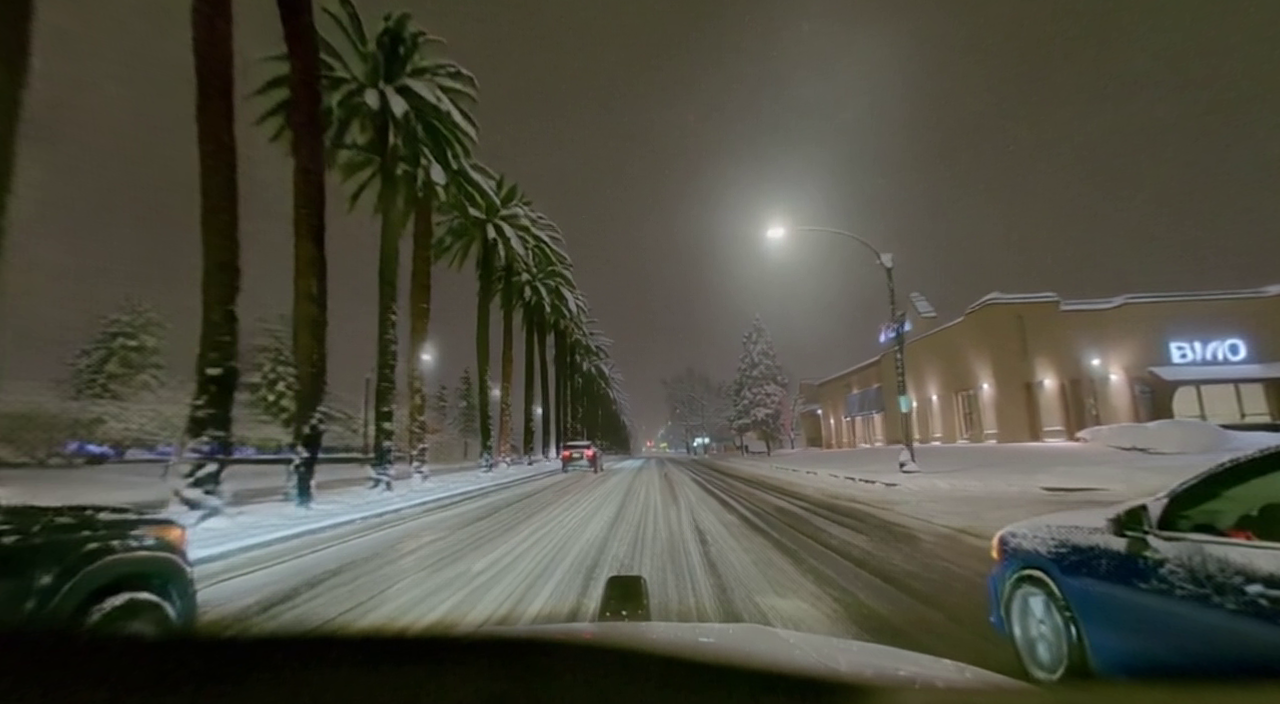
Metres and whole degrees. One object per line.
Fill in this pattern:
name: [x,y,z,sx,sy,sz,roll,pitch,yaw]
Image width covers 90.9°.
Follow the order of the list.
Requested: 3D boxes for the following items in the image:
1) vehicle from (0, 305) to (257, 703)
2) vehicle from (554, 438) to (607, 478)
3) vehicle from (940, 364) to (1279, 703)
vehicle: [-3.213,0.633,1.317,2.058,1.804,4.391,0,-8,-1]
vehicle: [-2.727,4.980,29.973,1.998,1.743,4.402,0,-8,1]
vehicle: [2.823,0.789,1.781,1.946,1.513,4.133,0,-8,1]
